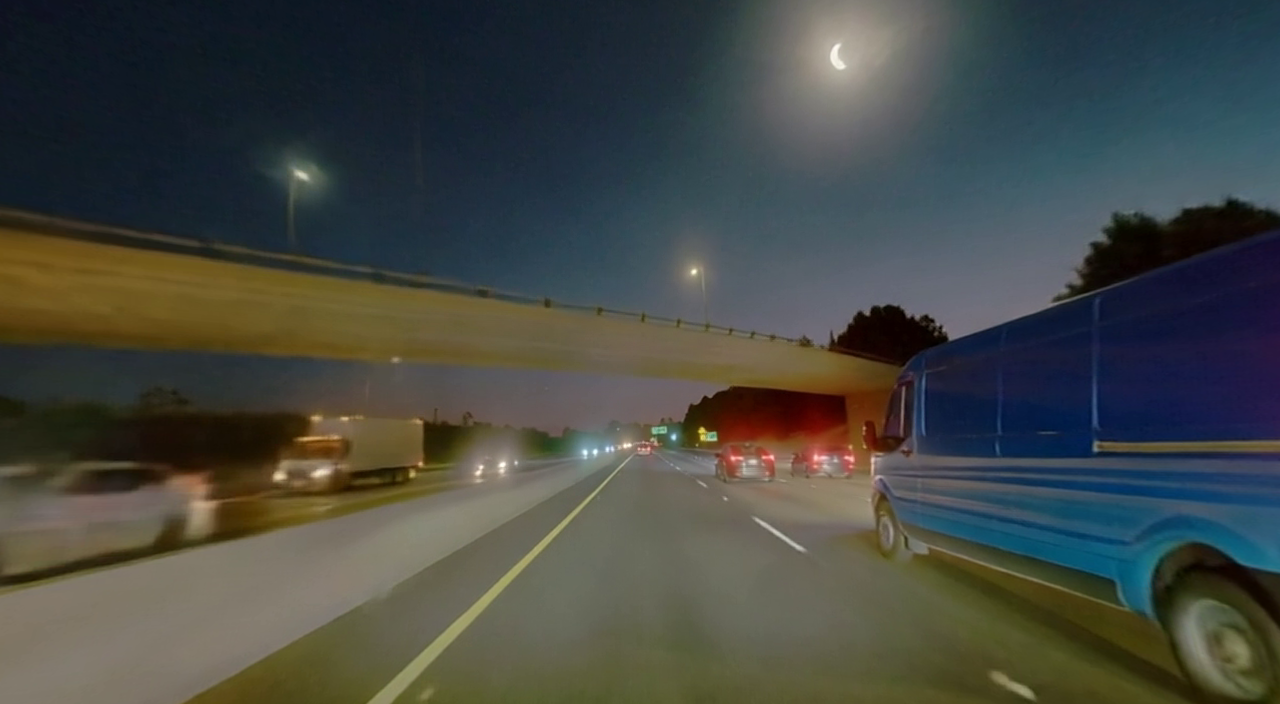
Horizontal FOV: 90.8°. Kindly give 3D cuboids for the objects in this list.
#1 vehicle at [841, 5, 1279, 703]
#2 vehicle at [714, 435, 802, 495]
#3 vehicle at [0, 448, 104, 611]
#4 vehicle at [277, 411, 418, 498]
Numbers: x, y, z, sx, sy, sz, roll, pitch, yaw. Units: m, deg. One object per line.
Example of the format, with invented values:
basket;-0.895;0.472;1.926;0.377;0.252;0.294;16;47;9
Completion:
vehicle;3.861;0.468;4.549;2.460;3.155;6.902;0;-9;0
vehicle;3.703;3.640;20.595;2.009;1.731;4.149;0;-9;-1
vehicle;-7.616;1.740;5.843;1.828;1.681;3.860;0;-9;0
vehicle;-14.902;5.352;33.134;3.283;3.956;8.184;0;-9;1
